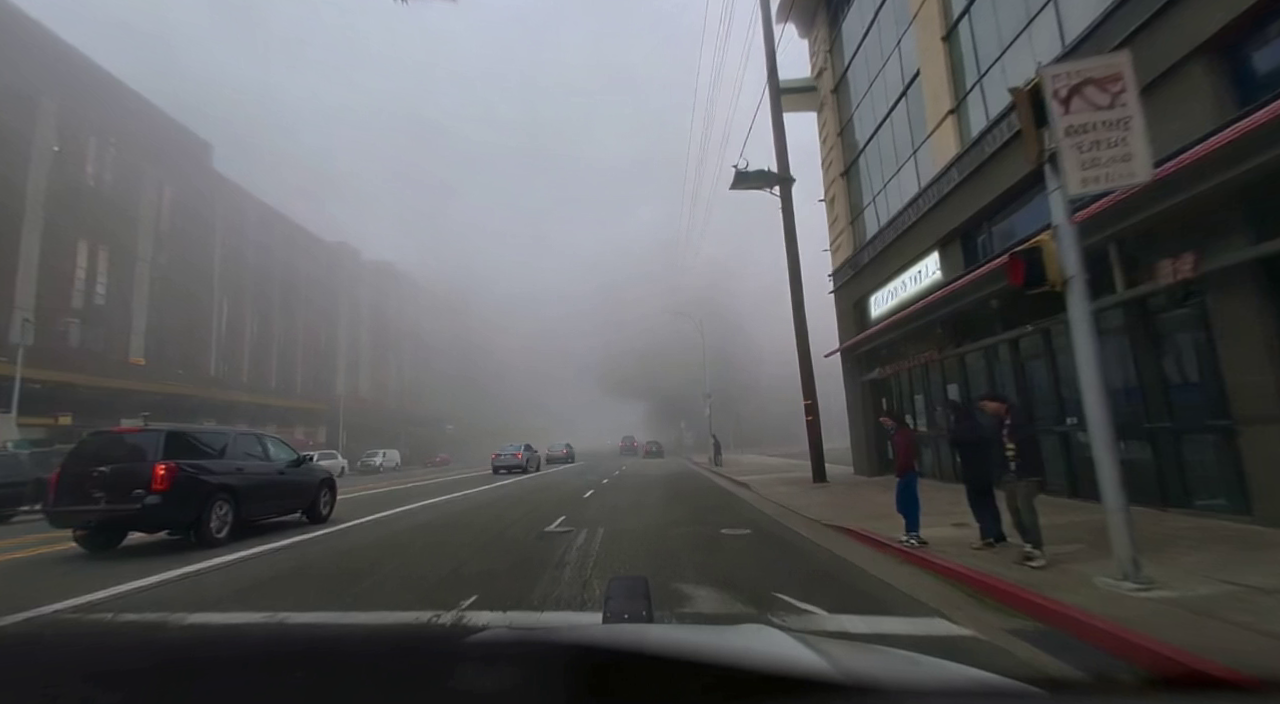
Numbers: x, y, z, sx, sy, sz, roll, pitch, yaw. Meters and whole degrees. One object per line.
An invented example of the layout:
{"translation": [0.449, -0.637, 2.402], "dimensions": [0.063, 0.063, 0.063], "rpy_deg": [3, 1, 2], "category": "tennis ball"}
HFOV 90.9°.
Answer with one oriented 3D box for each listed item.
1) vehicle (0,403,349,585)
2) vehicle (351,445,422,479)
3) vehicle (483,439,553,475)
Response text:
{"translation": [-6.072, 1.693, 8.380], "dimensions": [2.007, 1.698, 4.759], "rpy_deg": [0, -8, 1], "category": "vehicle"}
{"translation": [-13.470, 5.848, 33.762], "dimensions": [1.902, 1.657, 4.223], "rpy_deg": [-1, -8, 2], "category": "vehicle"}
{"translation": [-5.443, 4.749, 28.739], "dimensions": [2.030, 1.488, 4.650], "rpy_deg": [-1, -8, 3], "category": "vehicle"}
